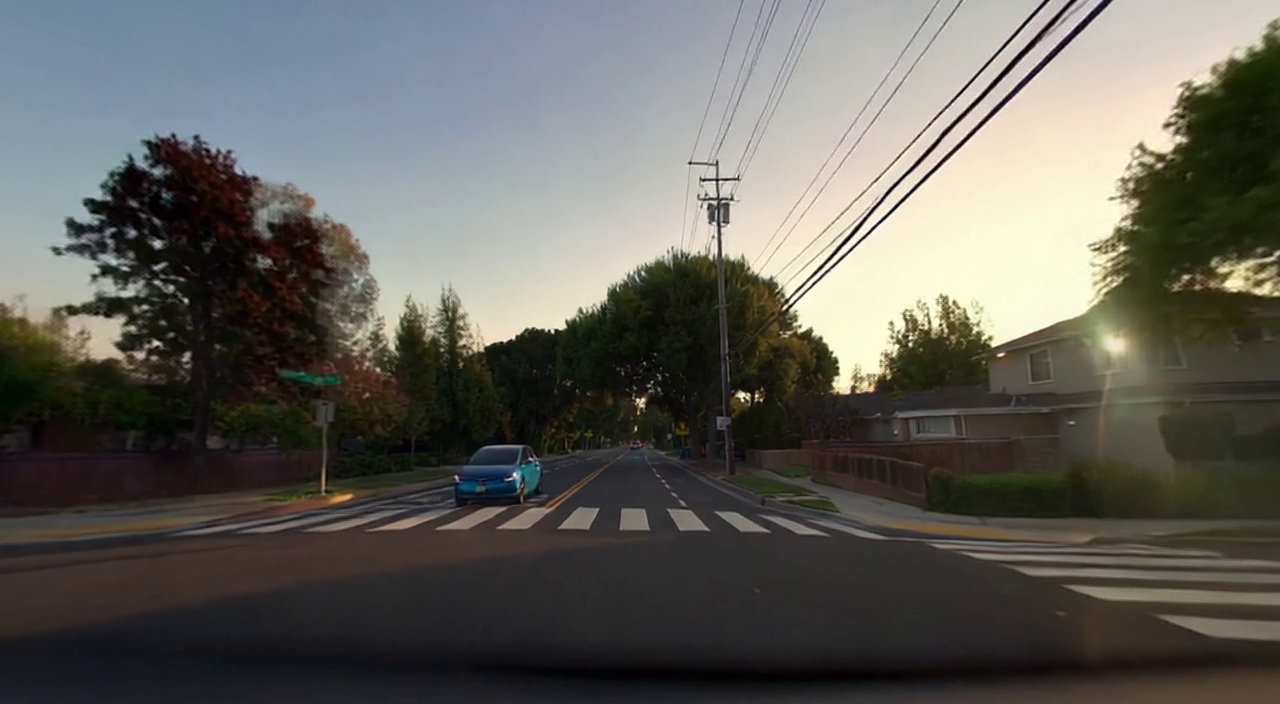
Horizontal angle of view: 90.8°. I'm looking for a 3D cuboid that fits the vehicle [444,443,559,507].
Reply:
[{"bbox_3d":[-3.558,3.224,17.072,2.102,1.463,4.024,0,-8,1],"label":"vehicle"}]
